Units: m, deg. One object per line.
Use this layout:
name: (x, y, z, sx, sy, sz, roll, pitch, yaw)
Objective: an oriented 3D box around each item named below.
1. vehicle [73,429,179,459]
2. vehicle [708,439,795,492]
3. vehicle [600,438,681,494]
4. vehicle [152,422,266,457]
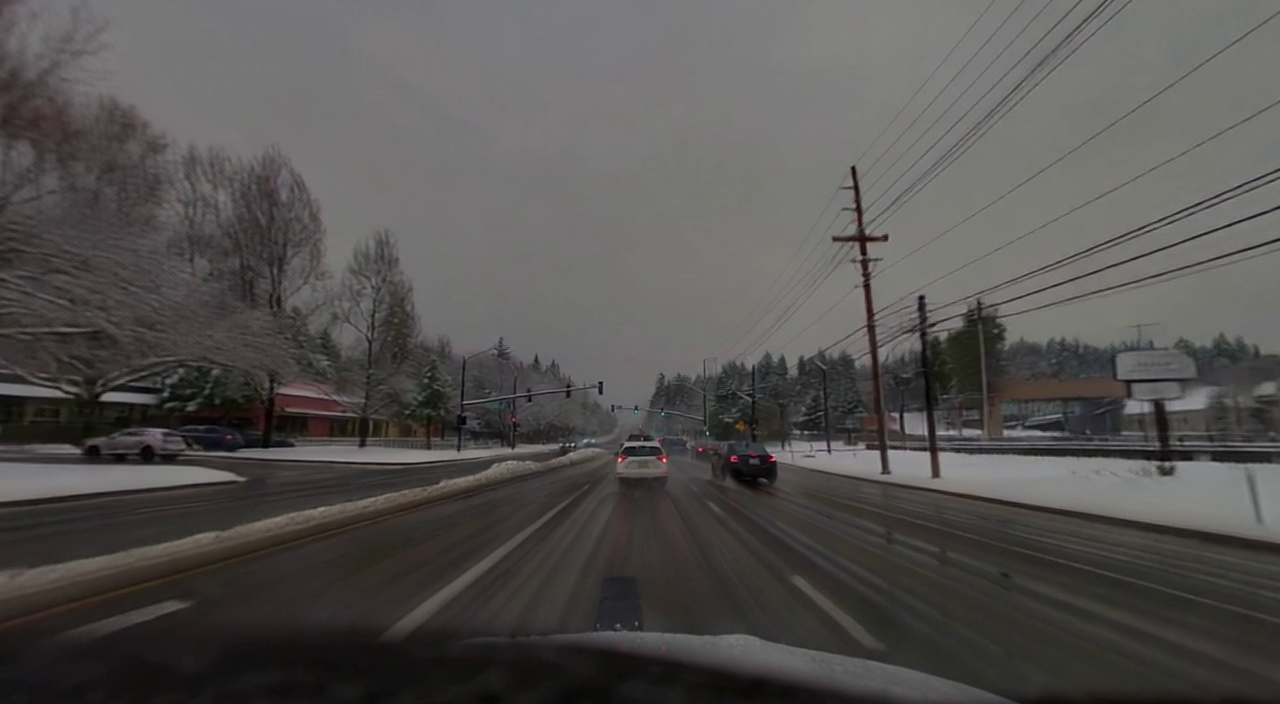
vehicle: (-28.335, 5.120, 34.950, 1.908, 1.553, 4.979, 1, -8, -4)
vehicle: (3.379, 3.517, 19.886, 1.985, 1.489, 4.036, 0, -8, -1)
vehicle: (-0.020, 3.321, 18.730, 2.144, 1.473, 4.028, 0, -8, -1)
vehicle: (-28.978, 5.966, 42.757, 2.878, 2.172, 7.057, 0, -8, -1)
